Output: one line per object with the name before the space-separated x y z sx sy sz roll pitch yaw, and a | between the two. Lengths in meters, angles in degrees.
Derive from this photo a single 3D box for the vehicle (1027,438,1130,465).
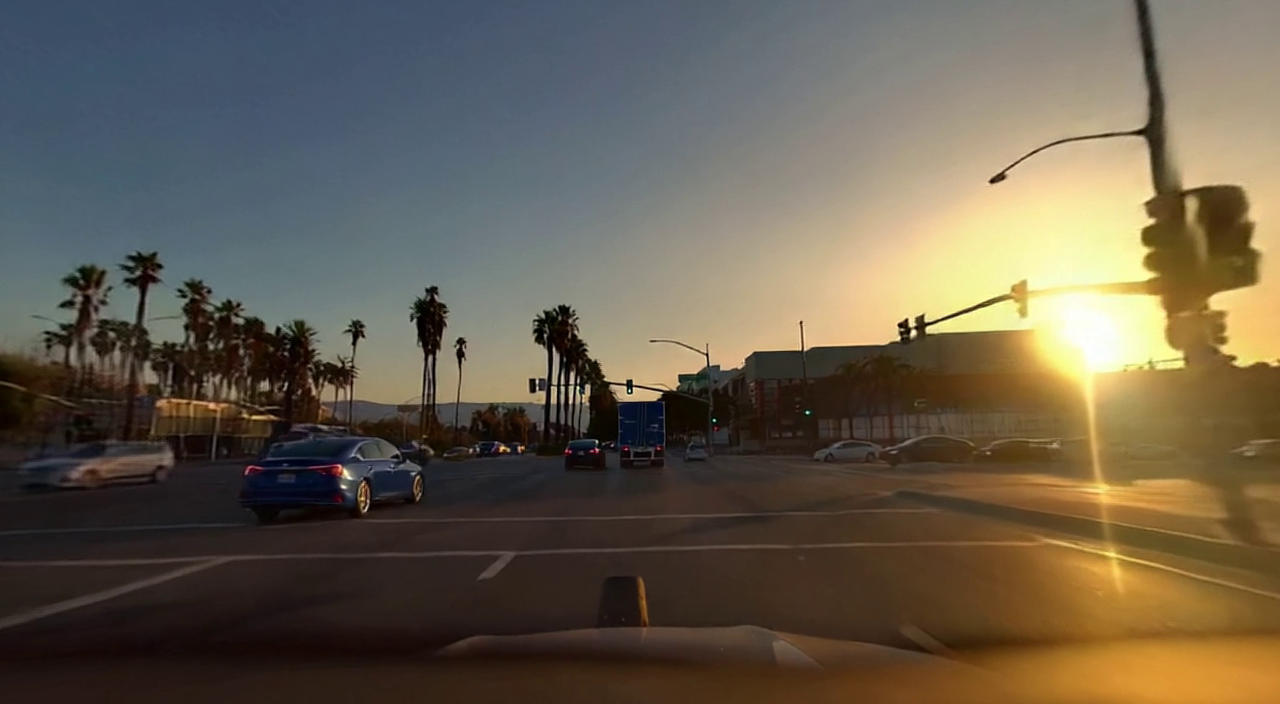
vehicle | 25.335 5.743 36.365 4.506 1.484 1.928 0 -9 0

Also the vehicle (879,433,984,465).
vehicle | 16.890 5.638 36.547 5.039 1.744 2.043 0 -9 0

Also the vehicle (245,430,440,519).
vehicle | -6.305 2.633 14.090 2.045 1.630 4.680 0 -9 0

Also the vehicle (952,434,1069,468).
vehicle | 19.421 5.234 33.101 4.831 1.529 1.966 -3 -10 0

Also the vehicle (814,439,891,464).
vehicle | 14.588 6.885 43.304 4.568 1.485 1.936 -2 -11 0

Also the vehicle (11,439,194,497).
vehicle | -18.360 3.940 21.872 2.029 1.765 4.865 0 -9 0

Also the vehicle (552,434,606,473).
vehicle | -2.982 5.126 31.896 2.178 1.826 4.933 0 -9 1

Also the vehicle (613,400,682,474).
vehicle | 0.365 4.201 30.757 2.993 3.235 6.692 0 -9 0

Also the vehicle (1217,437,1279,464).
vehicle | 36.385 5.667 36.123 4.337 1.487 1.949 0 -9 1
